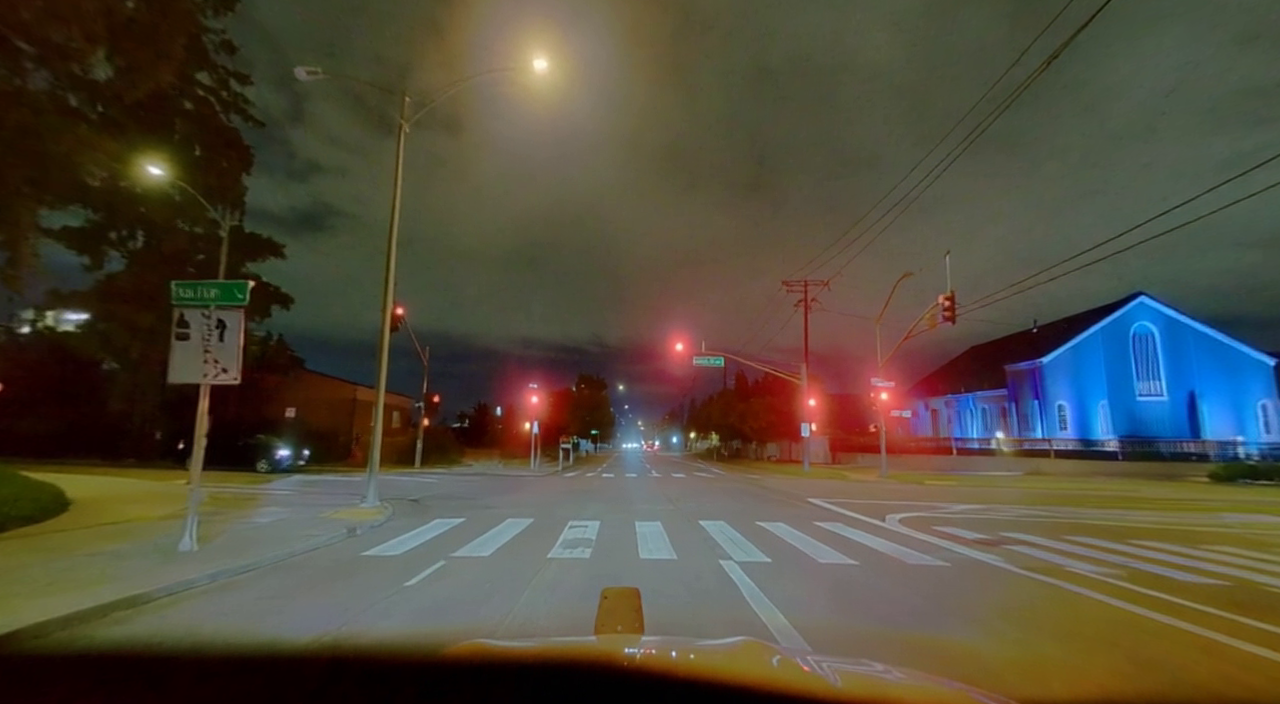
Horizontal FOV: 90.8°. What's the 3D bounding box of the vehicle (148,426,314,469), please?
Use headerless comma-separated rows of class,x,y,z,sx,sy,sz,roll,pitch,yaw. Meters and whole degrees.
vehicle,-14.932,3.526,23.284,4.718,1.497,2.032,0,-9,2
